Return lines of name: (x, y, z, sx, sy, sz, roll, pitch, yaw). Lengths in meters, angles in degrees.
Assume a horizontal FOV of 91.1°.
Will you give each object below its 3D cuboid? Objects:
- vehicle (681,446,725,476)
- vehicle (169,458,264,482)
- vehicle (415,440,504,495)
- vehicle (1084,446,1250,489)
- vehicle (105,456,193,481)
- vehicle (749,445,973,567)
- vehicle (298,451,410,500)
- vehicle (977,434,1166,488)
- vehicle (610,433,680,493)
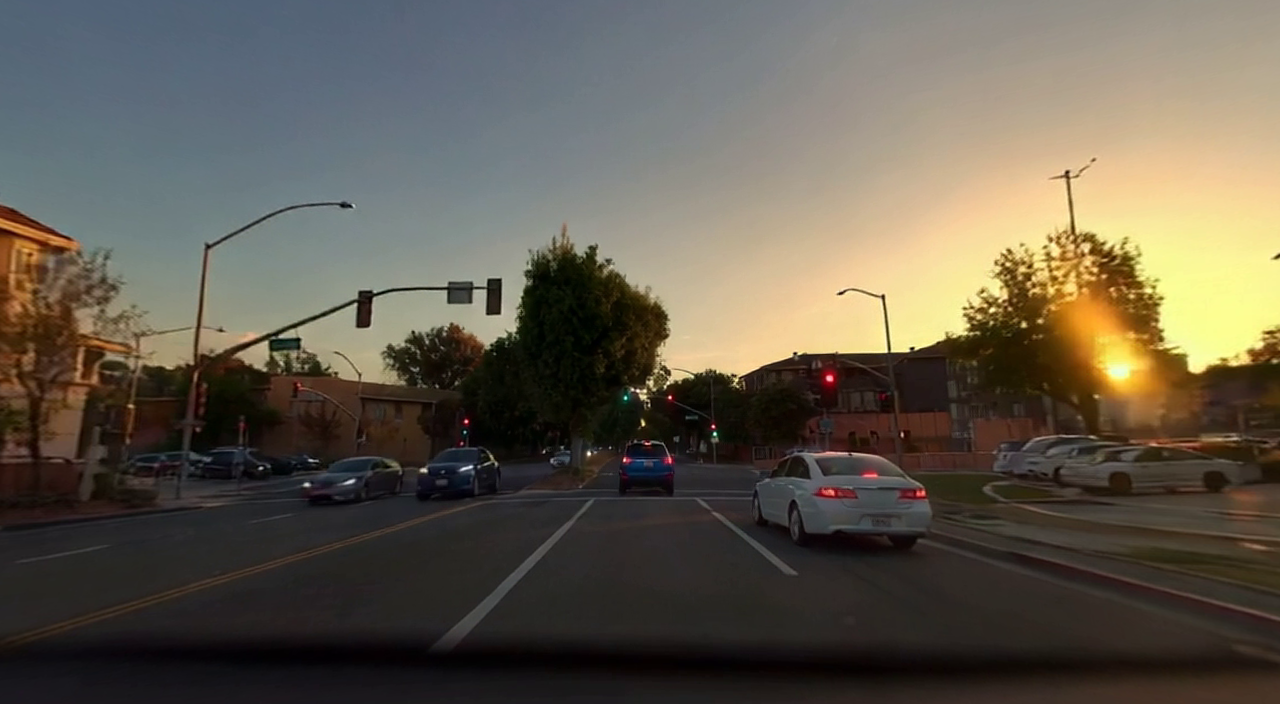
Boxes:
vehicle: (3.719, 6.500, 37.691, 2.138, 1.729, 4.178, 0, -9, -1)
vehicle: (-26.848, 7.508, 39.910, 4.500, 1.439, 1.996, 0, -9, -1)
vehicle: (-6.620, 4.268, 23.568, 1.957, 1.836, 4.434, 0, -9, 1)
vehicle: (18.765, 4.111, 22.733, 1.906, 1.395, 4.736, 0, -9, 0)
vehicle: (-33.791, 8.004, 43.285, 4.379, 1.666, 2.005, 0, -9, 2)
vehicle: (3.118, 2.244, 10.002, 1.900, 1.478, 4.425, 0, -9, -1)
vehicle: (-10.279, 4.440, 23.038, 1.943, 1.552, 4.670, 0, -9, 0)
vehicle: (13.648, 3.468, 20.105, 4.507, 1.610, 2.045, 0, -9, -1)
vehicle: (0.160, 3.978, 22.792, 2.296, 1.947, 4.168, 0, -9, 0)
